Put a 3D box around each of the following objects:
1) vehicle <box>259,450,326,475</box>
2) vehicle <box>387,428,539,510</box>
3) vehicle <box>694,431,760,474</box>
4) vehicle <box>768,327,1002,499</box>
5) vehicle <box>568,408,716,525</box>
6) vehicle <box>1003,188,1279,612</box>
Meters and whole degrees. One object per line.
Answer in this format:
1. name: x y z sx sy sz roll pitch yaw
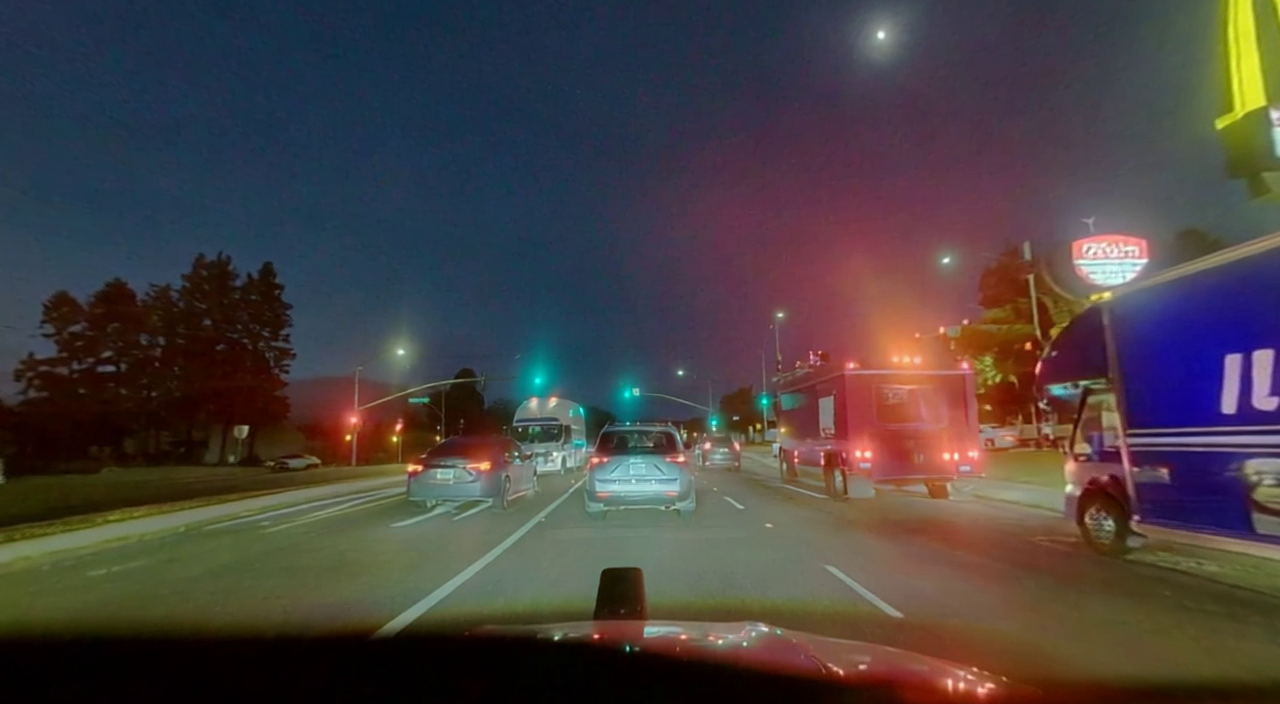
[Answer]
1. vehicle: -22.789 7.225 41.575 1.824 1.470 4.486 -1 -8 1
2. vehicle: -3.634 2.488 13.908 2.008 1.500 4.369 0 -8 1
3. vehicle: 3.340 3.968 25.142 2.075 1.540 4.411 -1 -8 1
4. vehicle: 6.618 2.113 19.575 2.816 3.804 10.315 -3 -8 -1
5. vehicle: 0.050 2.000 11.474 2.209 1.718 4.008 0 -8 1
6. vehicle: 6.577 0.344 4.798 2.891 3.361 7.843 0 -8 0
